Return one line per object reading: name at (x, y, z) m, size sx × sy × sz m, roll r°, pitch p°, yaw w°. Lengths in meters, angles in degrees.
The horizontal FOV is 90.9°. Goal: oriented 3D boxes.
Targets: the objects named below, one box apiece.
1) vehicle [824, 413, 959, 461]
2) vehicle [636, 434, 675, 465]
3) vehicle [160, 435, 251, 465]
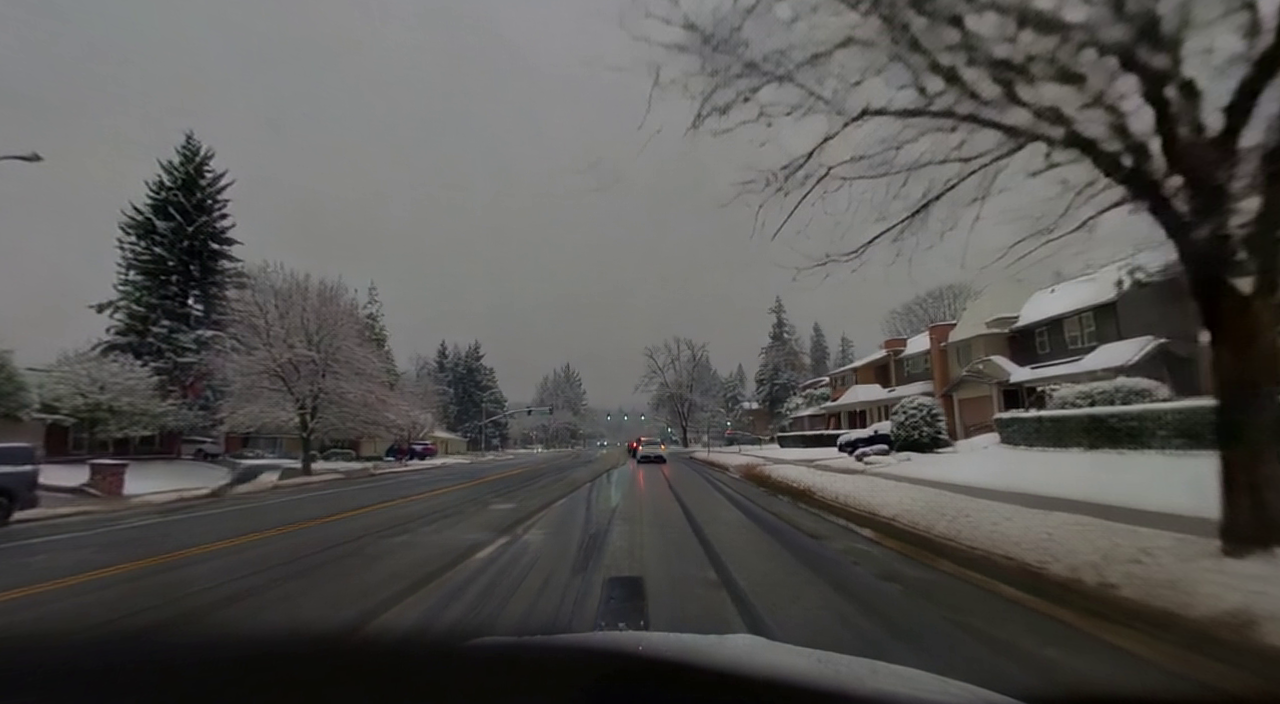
vehicle at (10.442, 3.572, 26.435) m, size 4.746 × 1.485 × 1.916 m, roll -5°, pitch -8°, yaw 0°
vehicle at (0.865, 5.464, 35.359) m, size 2.088 × 1.607 × 3.903 m, roll 0°, pitch -8°, yaw 2°
vehicle at (-28.182, 6.328, 40.848) m, size 5.100 × 1.864 × 2.490 m, roll -4°, pitch -9°, yaw 25°
